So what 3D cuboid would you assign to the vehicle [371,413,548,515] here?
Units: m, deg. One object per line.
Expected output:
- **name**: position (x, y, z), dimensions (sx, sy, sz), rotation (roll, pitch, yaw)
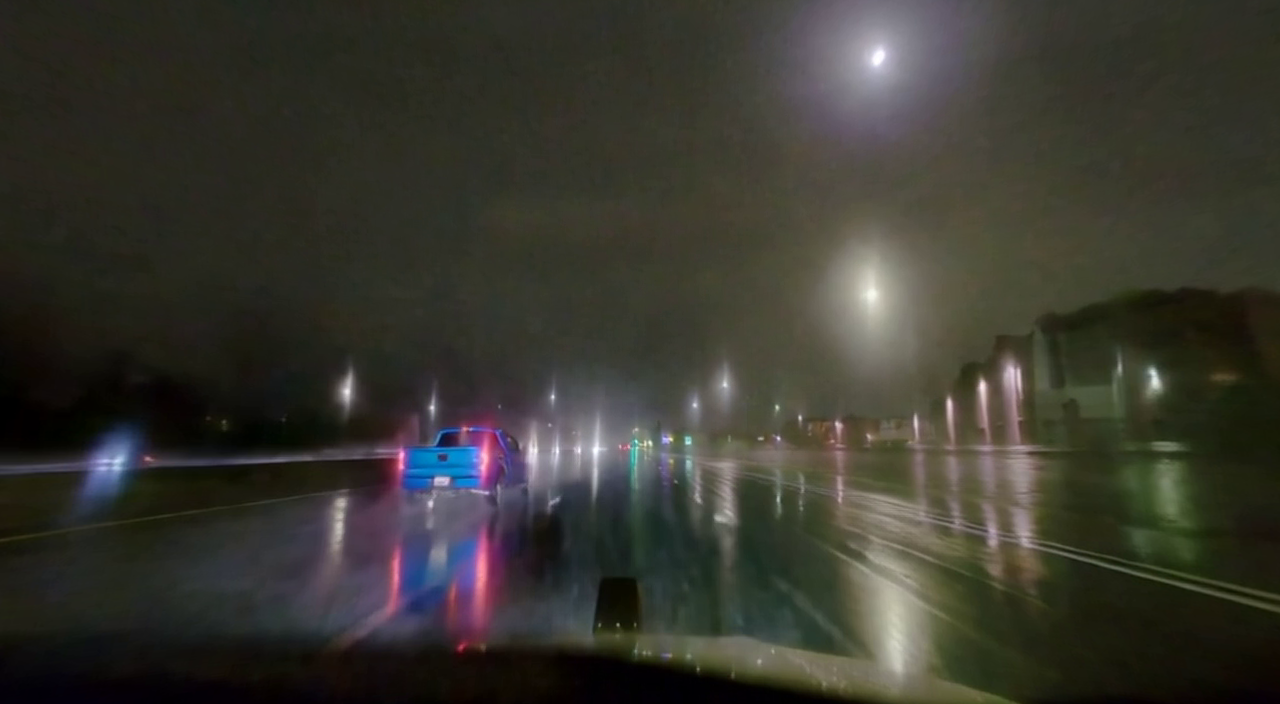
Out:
- **vehicle**: position (-4.011, 2.655, 15.555), dimensions (2.529, 2.003, 5.904), rotation (0, -8, 1)
